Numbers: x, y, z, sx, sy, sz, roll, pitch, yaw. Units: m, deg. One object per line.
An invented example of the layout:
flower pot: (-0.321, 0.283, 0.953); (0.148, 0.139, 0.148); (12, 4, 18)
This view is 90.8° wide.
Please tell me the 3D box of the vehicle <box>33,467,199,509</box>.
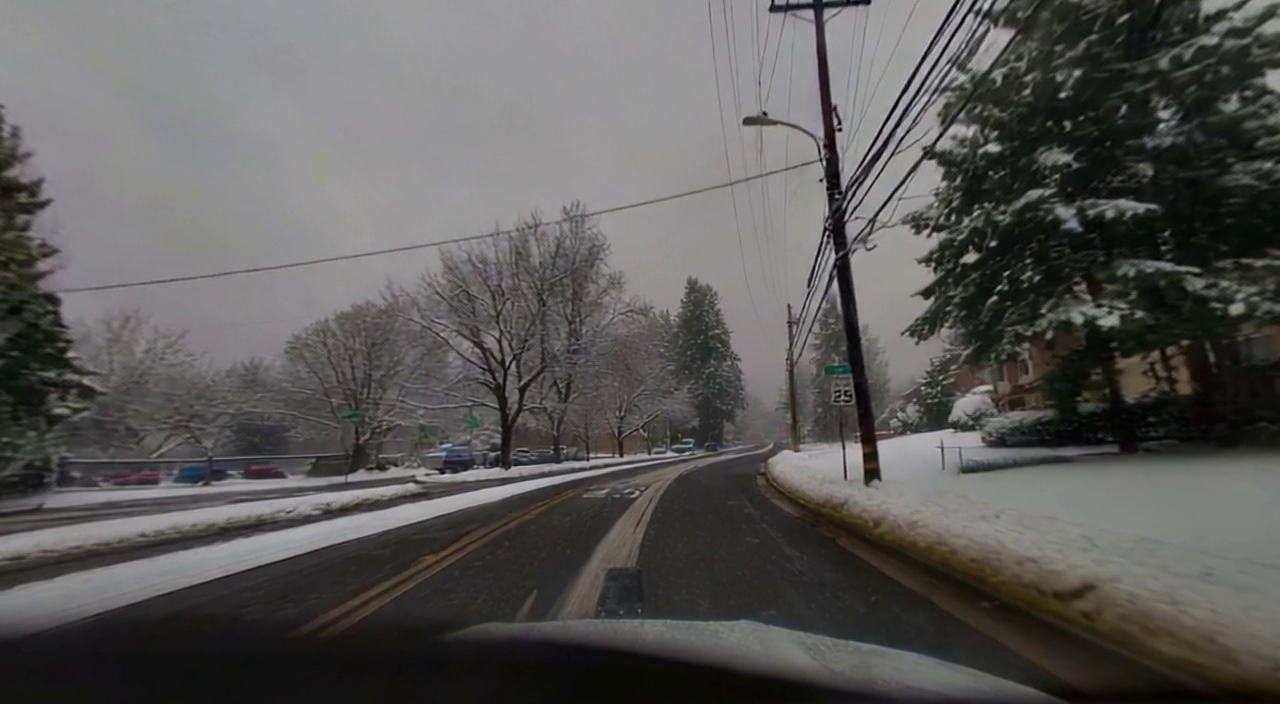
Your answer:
vehicle: (-22.044, 5.712, 26.870); (4.943, 1.493, 2.036); (3, -9, -21)

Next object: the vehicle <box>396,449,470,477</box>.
vehicle: (-14.206, 7.586, 43.312); (4.675, 1.442, 1.906); (-1, -7, -20)
